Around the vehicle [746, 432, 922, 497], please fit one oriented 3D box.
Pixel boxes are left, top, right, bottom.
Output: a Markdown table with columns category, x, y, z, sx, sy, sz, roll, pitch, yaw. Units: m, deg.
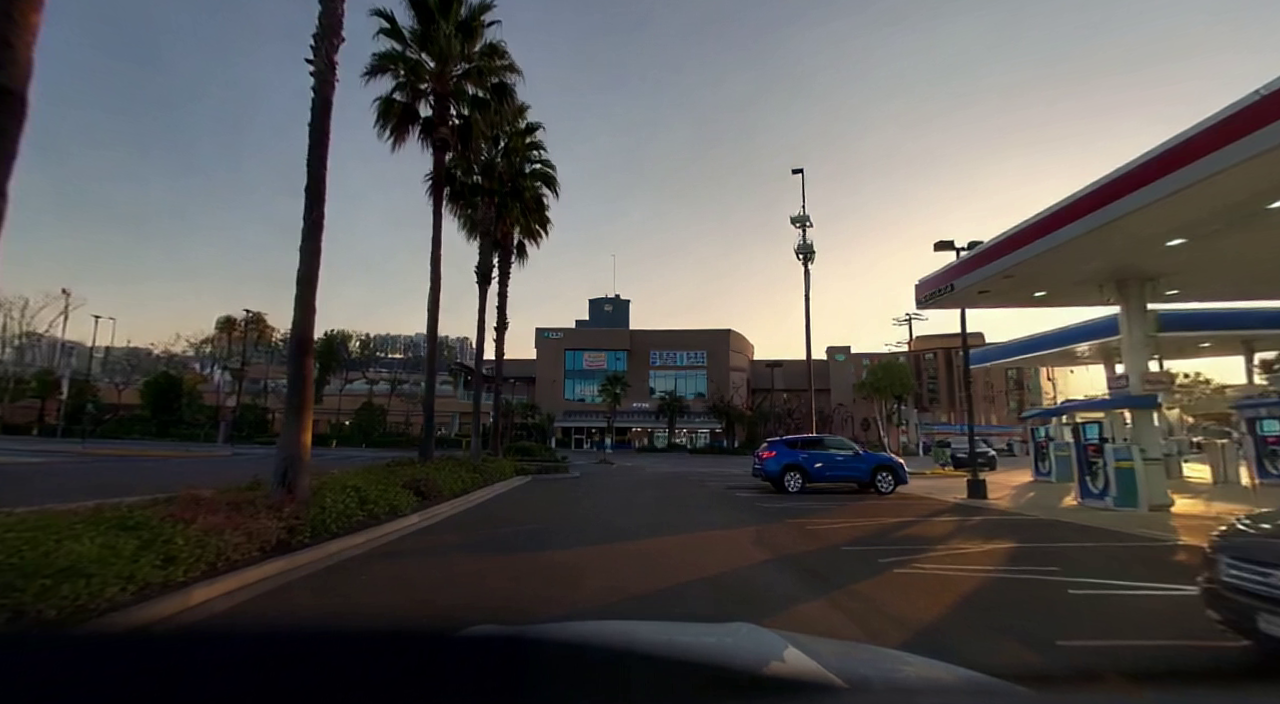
| category | x | y | z | sx | sy | sz | roll | pitch | yaw |
| --- | --- | --- | --- | --- | --- | --- | --- | --- | --- |
| vehicle | 5.701 | 3.338 | 19.038 | 4.560 | 1.818 | 2.148 | 0 | -8 | -2 |

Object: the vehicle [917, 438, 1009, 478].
| category | x | y | z | sx | sy | sz | roll | pitch | yaw |
| --- | --- | --- | --- | --- | --- | --- | --- | --- | --- |
| vehicle | 16.316 | 5.347 | 32.223 | 2.028 | 1.850 | 4.731 | 0 | -8 | -2 |

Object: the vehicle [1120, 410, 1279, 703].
| category | x | y | z | sx | sy | sz | roll | pitch | yaw |
| --- | --- | --- | --- | --- | --- | --- | --- | --- | --- |
| vehicle | 5.297 | 1.108 | 3.492 | 3.813 | 1.541 | 1.723 | 0 | -8 | 0 |
